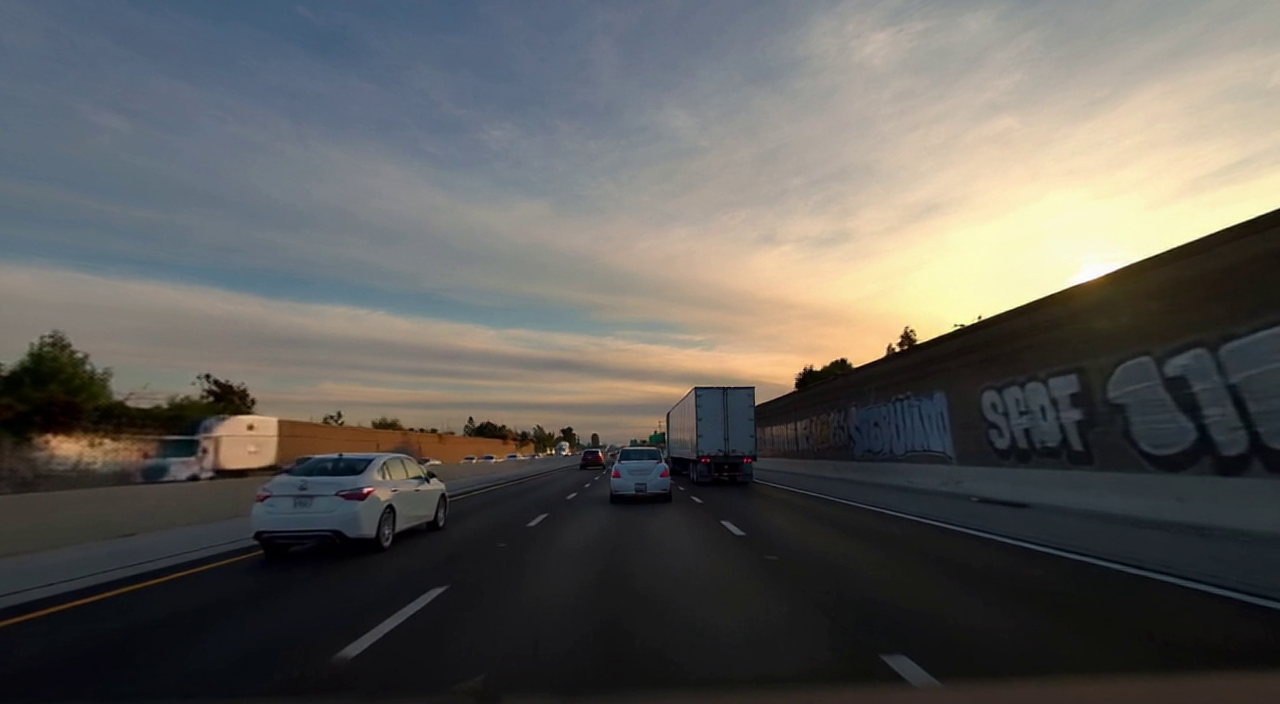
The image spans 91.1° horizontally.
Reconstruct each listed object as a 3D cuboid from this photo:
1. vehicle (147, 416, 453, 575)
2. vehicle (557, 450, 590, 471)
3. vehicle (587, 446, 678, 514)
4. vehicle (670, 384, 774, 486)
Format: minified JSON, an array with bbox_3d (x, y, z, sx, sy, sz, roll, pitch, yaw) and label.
[{"bbox_3d":[-4.525,1.966,9.476,1.988,1.750,4.711,0,-9,0],"label":"vehicle"},{"bbox_3d":[-5.012,8.243,47.992,2.067,1.481,4.085,0,-9,0],"label":"vehicle"},{"bbox_3d":[-0.221,3.145,16.018,2.033,1.468,4.015,0,-9,-2],"label":"vehicle"},{"bbox_3d":[3.583,4.350,32.129,2.902,4.014,14.446,0,-9,-2],"label":"vehicle"}]
